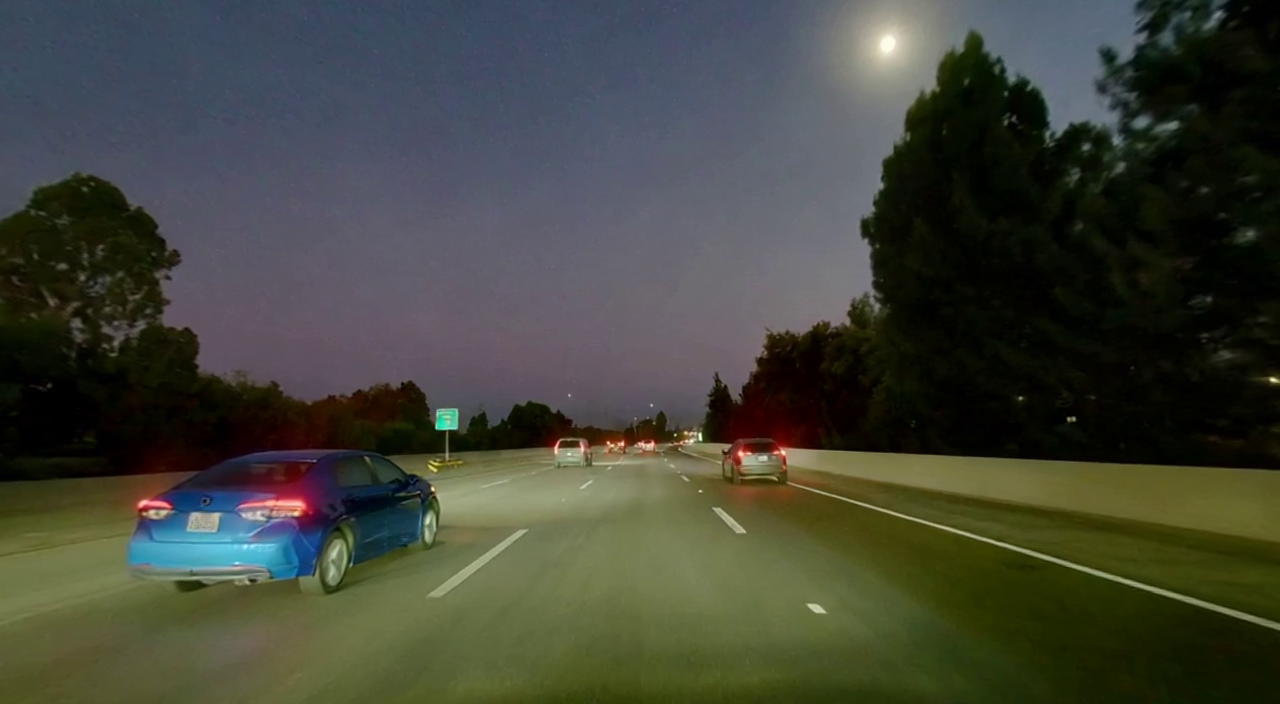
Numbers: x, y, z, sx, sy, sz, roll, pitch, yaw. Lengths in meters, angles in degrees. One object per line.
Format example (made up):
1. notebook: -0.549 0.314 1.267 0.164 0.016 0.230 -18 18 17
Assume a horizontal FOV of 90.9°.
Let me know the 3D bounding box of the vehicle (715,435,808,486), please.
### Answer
1. vehicle: 3.847 3.529 20.812 2.100 1.472 4.533 0 -8 -1

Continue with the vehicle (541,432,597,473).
1. vehicle: -3.363 4.902 30.844 2.122 1.847 4.696 0 -8 1

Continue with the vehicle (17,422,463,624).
1. vehicle: -3.600 1.592 6.954 1.948 1.475 4.461 0 -8 1
